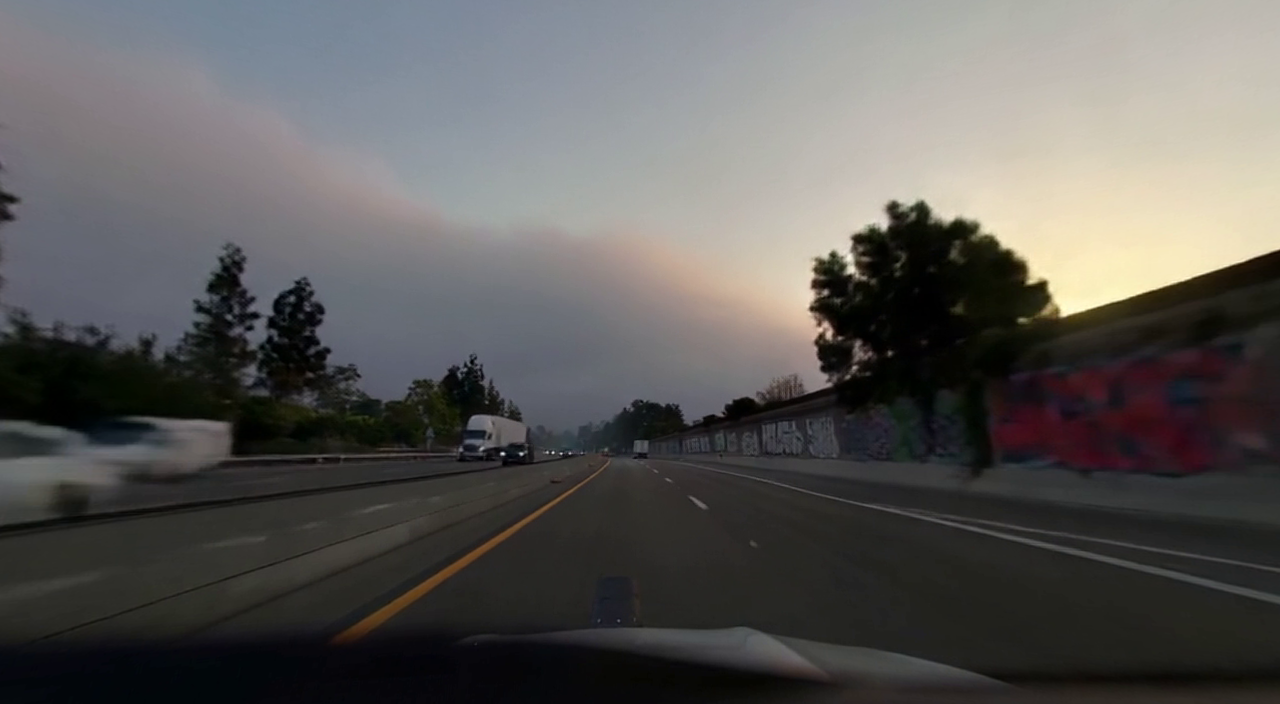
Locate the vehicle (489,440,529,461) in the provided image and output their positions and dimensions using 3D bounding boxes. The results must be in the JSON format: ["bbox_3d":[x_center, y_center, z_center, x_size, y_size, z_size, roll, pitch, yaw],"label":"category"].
[{"bbox_3d":[-10.013,7.598,48.419,2.121,1.540,4.733,0,-9,-1],"label":"vehicle"}]
